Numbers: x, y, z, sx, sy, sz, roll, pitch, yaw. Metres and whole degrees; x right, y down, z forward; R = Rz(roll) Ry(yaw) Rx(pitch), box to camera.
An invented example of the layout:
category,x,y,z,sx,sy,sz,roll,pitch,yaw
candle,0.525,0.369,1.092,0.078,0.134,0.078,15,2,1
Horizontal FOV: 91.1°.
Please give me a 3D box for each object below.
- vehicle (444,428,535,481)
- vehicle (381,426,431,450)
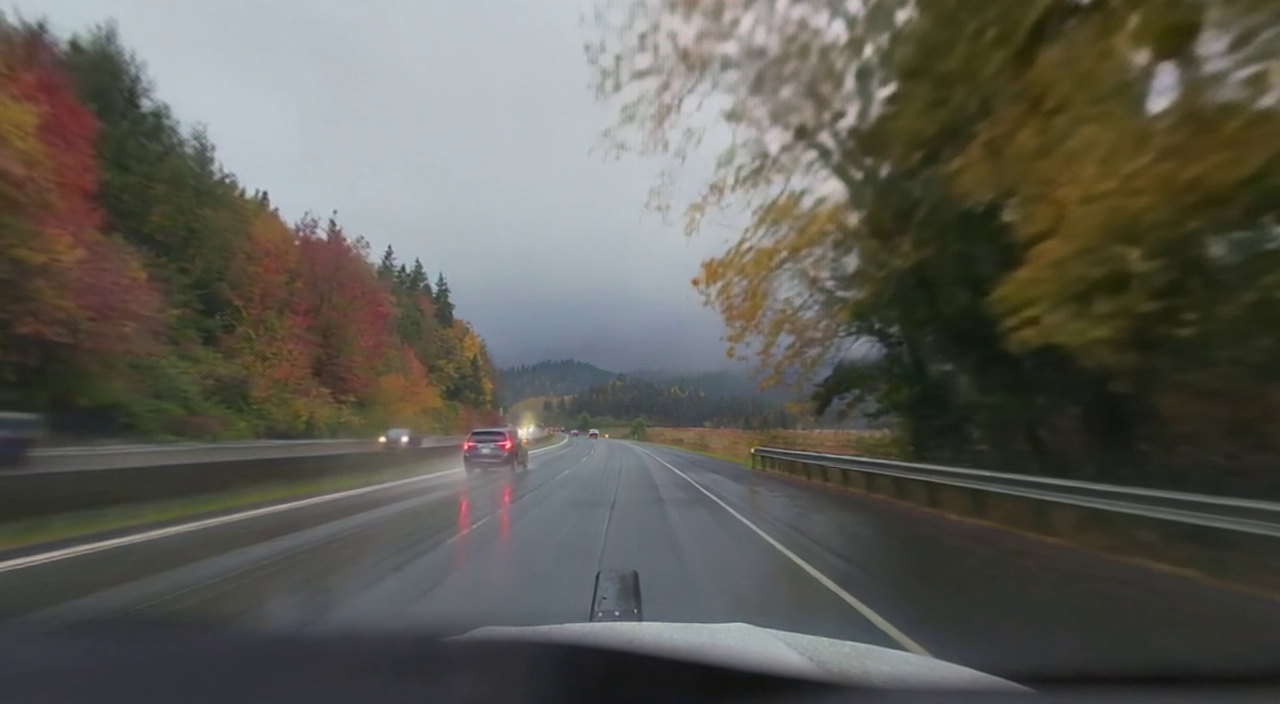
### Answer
category,x,y,z,sx,sy,sz,roll,pitch,yaw
vehicle,-4.865,3.359,21.040,2.073,1.559,4.393,0,-8,-2
vehicle,-15.448,5.695,41.734,1.930,1.504,3.975,0,-8,-2
